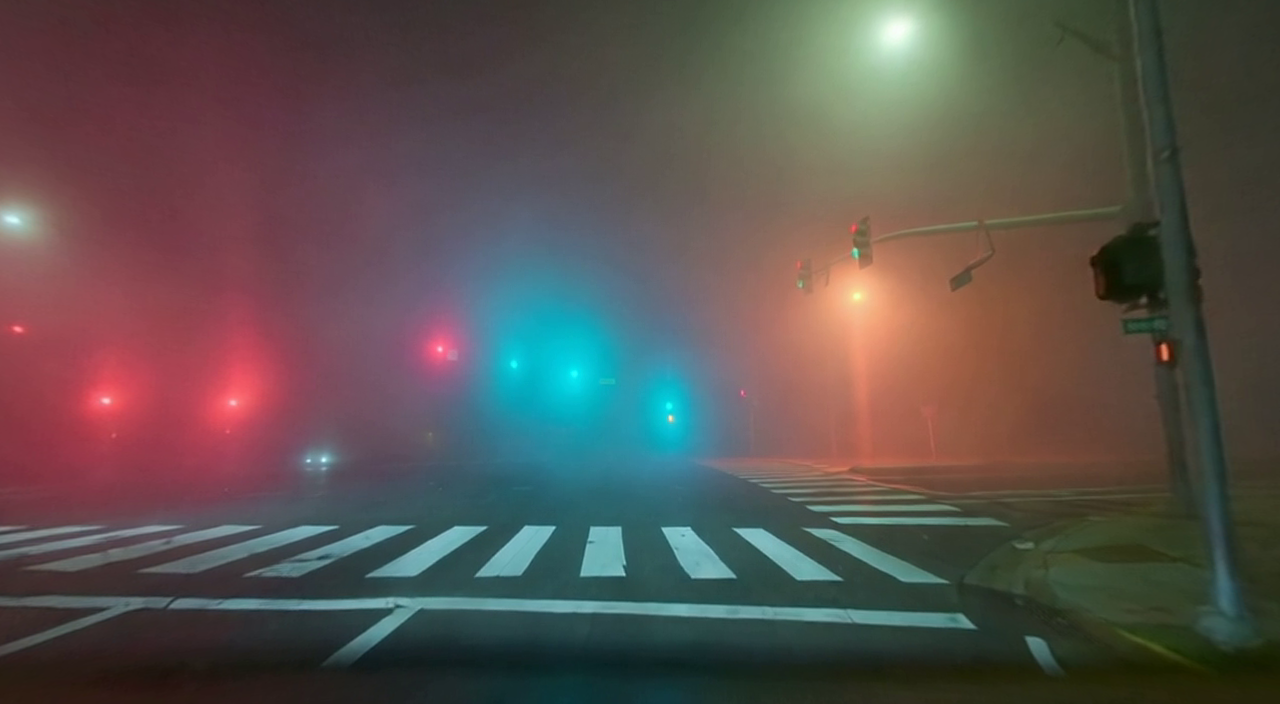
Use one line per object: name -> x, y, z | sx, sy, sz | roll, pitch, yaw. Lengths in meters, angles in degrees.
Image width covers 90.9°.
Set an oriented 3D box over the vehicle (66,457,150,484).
vehicle -> -36.147, 8.042, 42.875 | 4.241, 1.413, 1.673 | -3, -6, -1
